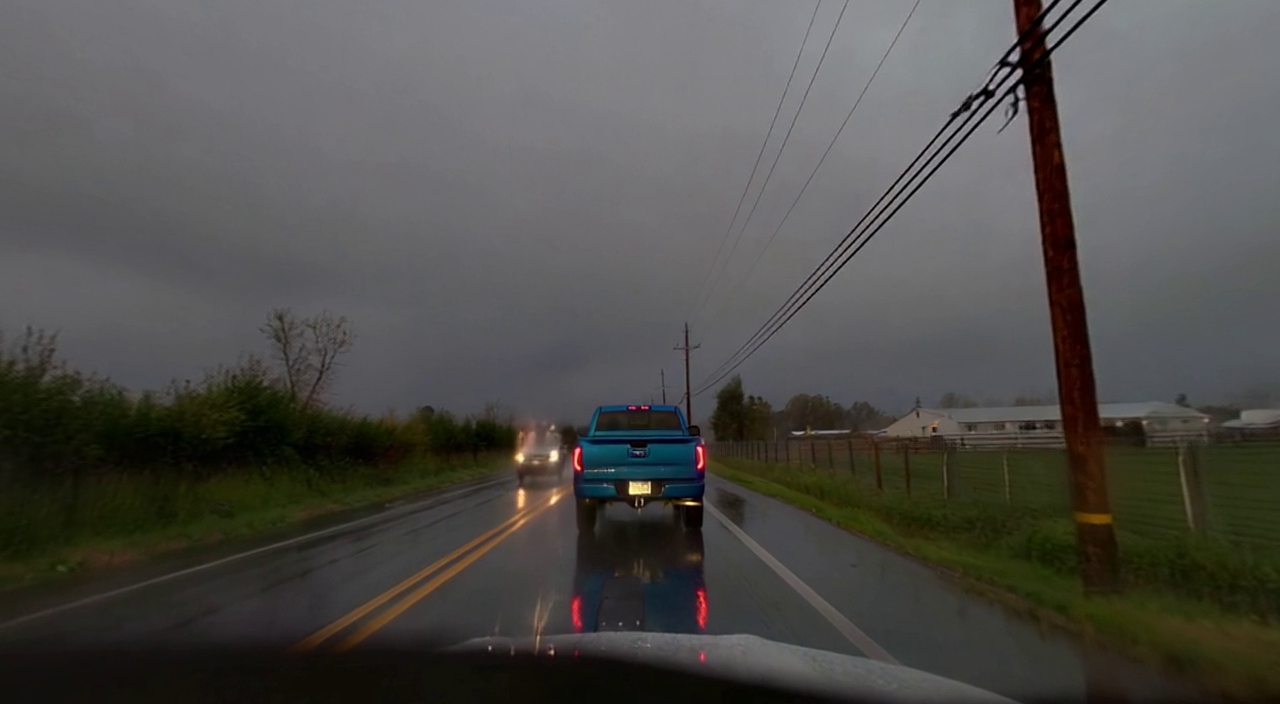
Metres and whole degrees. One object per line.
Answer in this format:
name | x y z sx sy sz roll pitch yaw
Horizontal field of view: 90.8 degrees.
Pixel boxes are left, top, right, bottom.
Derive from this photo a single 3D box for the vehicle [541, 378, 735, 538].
vehicle | -0.075 1.914 11.851 2.693 2.223 5.885 0 -8 -1
